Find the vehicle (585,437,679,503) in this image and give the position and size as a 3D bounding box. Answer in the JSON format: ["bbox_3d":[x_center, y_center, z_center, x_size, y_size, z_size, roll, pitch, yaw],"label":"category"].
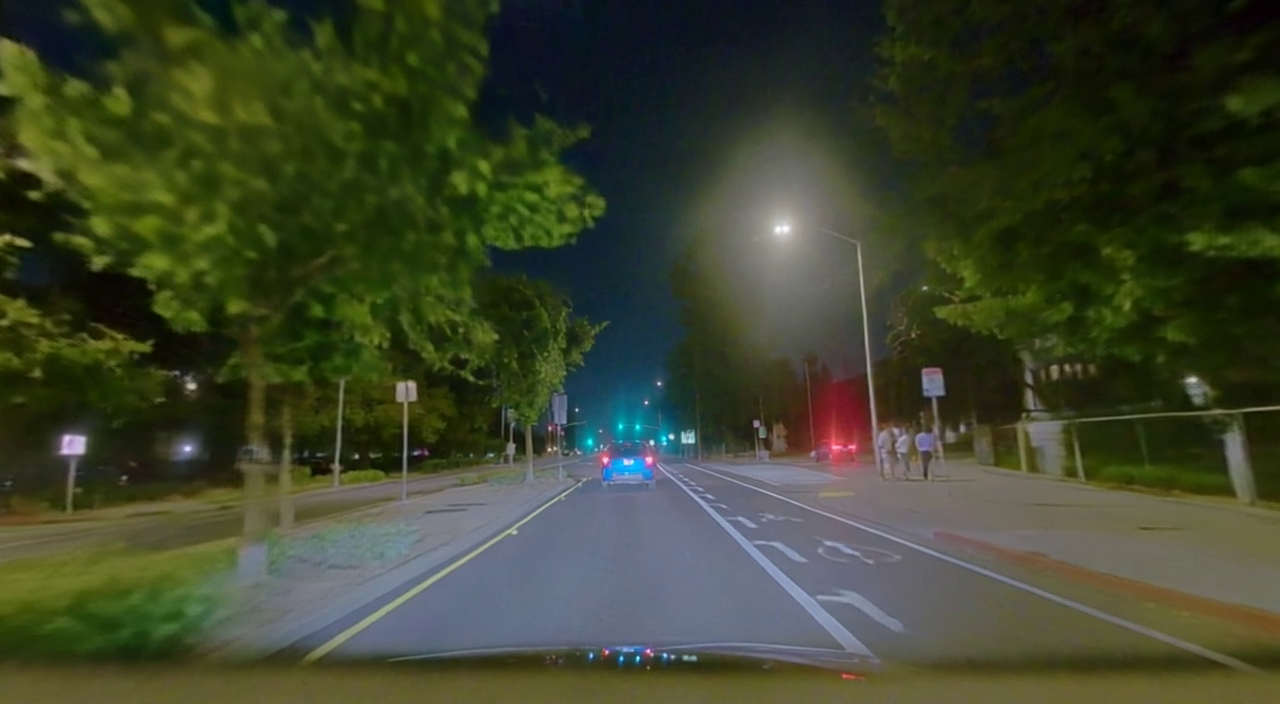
[{"bbox_3d":[-0.214,3.149,17.339,2.221,1.570,4.398,0,-8,-1],"label":"vehicle"}]

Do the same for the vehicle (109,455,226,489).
[{"bbox_3d":[-22.905,5.822,30.760,4.038,1.531,2.015,1,-9,-2],"label":"vehicle"}]

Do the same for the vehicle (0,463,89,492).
[{"bbox_3d":[-35.305,7.264,36.685,4.500,1.542,2.155,0,-9,-2],"label":"vehicle"}]

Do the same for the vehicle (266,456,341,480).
[{"bbox_3d":[-23.110,7.959,43.457,4.086,1.478,1.844,0,-8,-4],"label":"vehicle"}]
